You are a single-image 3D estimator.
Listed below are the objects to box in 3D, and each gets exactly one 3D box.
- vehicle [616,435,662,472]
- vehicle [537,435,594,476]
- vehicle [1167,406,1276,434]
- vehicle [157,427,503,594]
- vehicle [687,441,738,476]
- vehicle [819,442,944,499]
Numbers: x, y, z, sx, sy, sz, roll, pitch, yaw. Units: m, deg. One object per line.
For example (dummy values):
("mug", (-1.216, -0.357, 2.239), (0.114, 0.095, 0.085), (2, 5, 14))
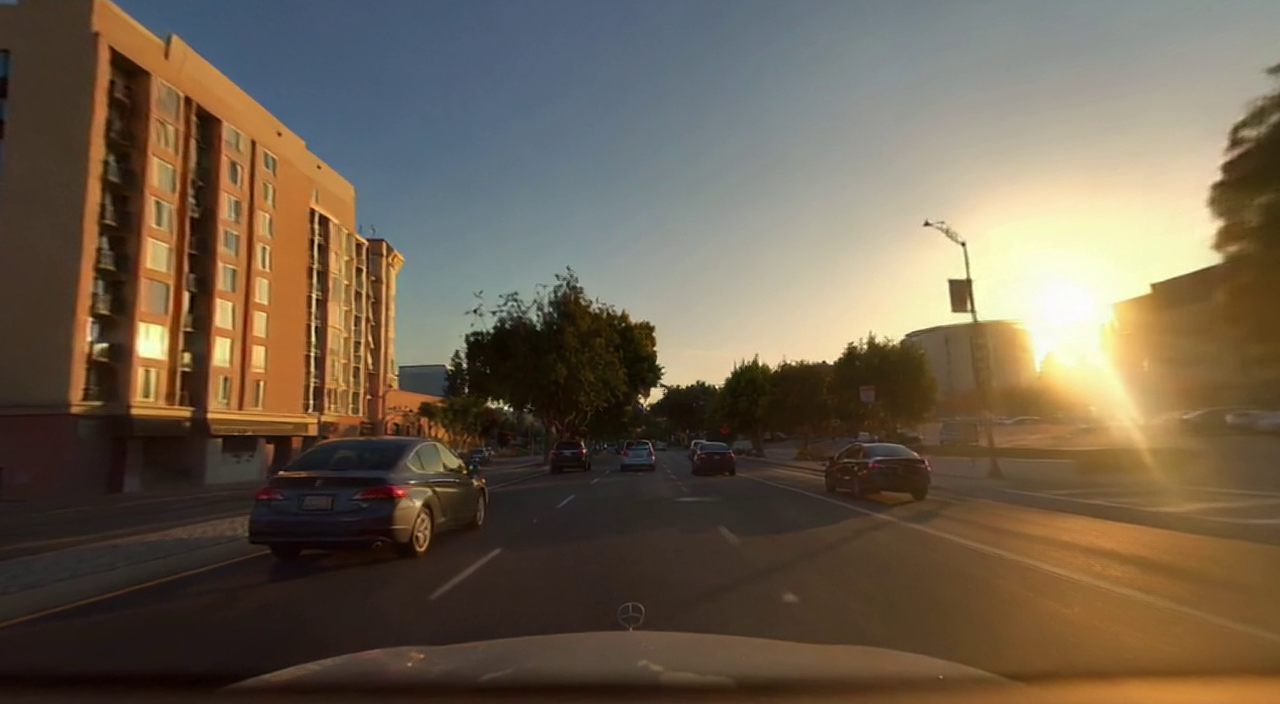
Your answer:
("vehicle", (-0.042, 5.480, 34.208), (2.304, 1.795, 4.526), (0, -8, 0))
("vehicle", (-3.451, 4.885, 30.032), (2.117, 1.799, 4.442), (0, -8, 1))
("vehicle", (33.476, 3.998, 36.388), (1.762, 1.432, 4.136), (4, -10, -29))
("vehicle", (-3.303, 1.770, 7.981), (2.095, 1.486, 4.411), (0, -8, 1))
("vehicle", (3.253, 4.870, 29.001), (1.884, 1.458, 4.245), (0, -8, 1))
("vehicle", (6.938, 3.421, 18.735), (1.865, 1.458, 4.605), (0, -8, 0))
